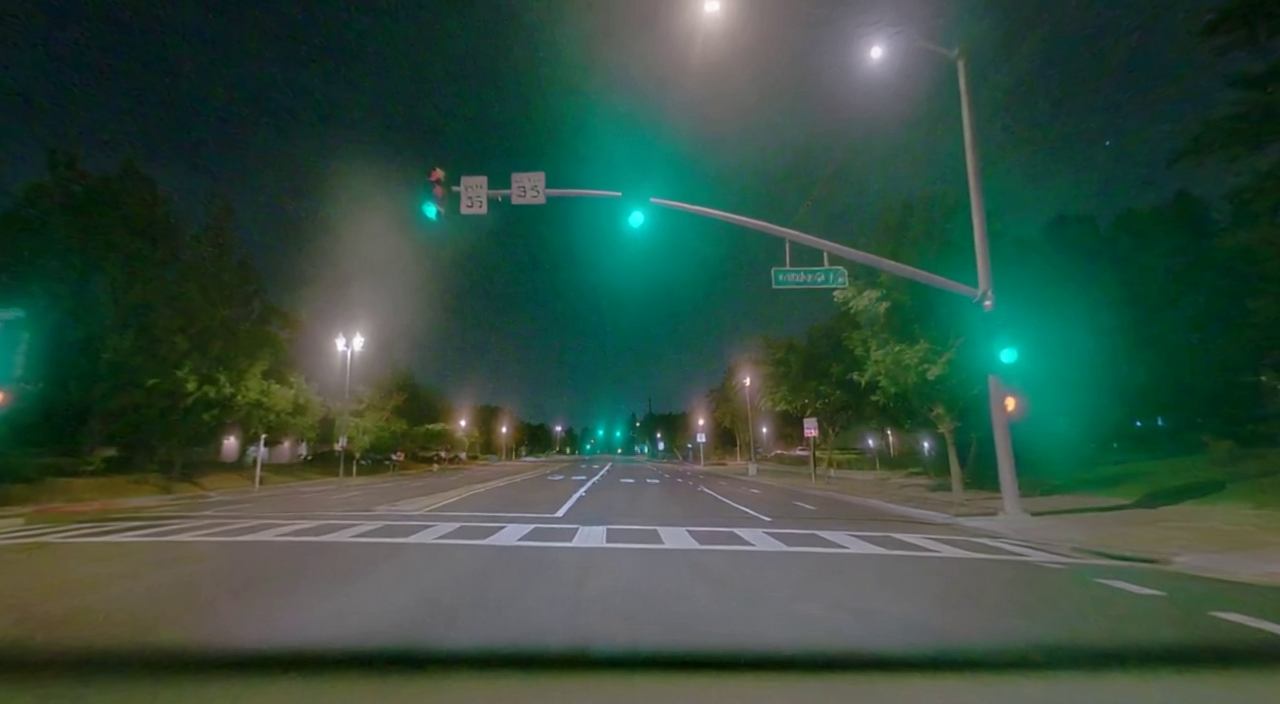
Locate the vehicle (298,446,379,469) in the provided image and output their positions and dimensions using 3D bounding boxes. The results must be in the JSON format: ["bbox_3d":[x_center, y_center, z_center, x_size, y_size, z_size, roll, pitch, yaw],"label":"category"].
[{"bbox_3d":[-20.713,7.274,43.495,4.536,1.502,1.975,-1,-9,4],"label":"vehicle"}]
